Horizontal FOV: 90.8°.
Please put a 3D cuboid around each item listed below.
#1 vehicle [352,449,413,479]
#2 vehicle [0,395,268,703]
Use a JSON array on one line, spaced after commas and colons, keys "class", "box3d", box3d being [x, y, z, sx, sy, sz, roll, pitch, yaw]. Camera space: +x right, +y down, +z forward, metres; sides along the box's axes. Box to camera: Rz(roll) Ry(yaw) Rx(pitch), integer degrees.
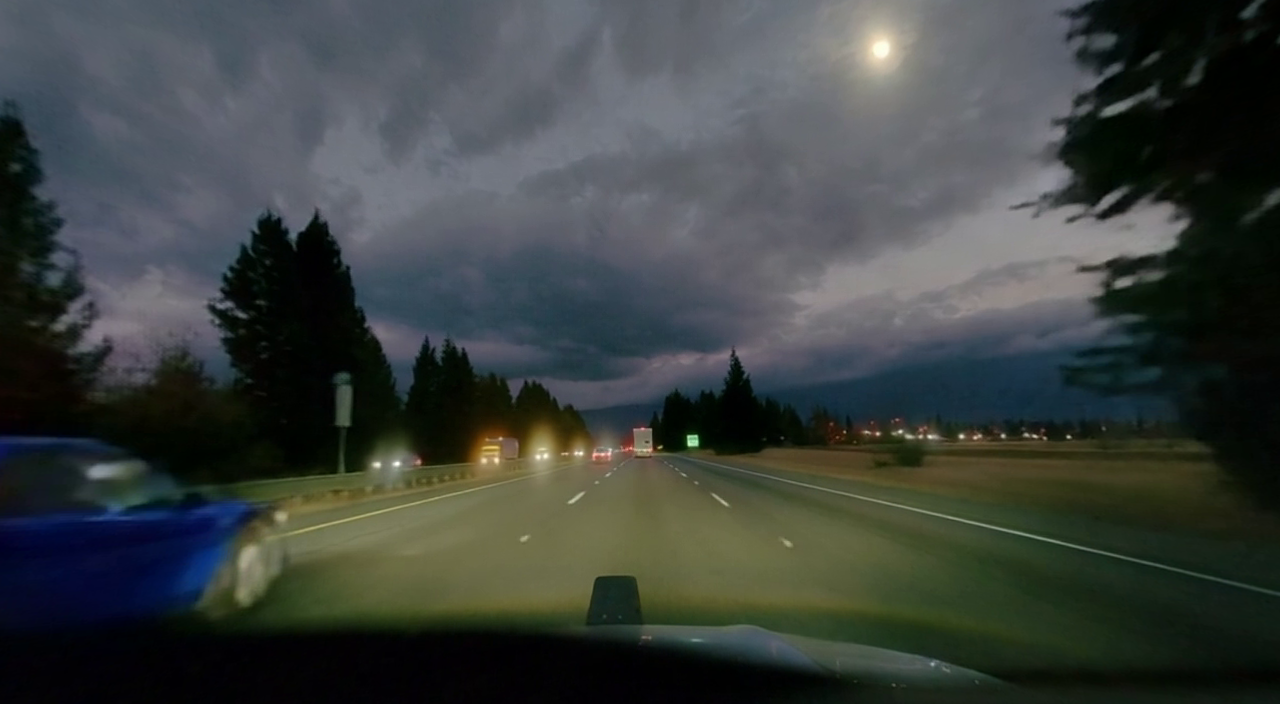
[{"class": "vehicle", "box3d": [-16.506, 7.168, 40.712, 1.886, 1.753, 4.567, -1, -9, 1]}, {"class": "vehicle", "box3d": [-4.027, 1.008, 3.079, 2.018, 1.548, 3.849, -1, -9, 1]}]
